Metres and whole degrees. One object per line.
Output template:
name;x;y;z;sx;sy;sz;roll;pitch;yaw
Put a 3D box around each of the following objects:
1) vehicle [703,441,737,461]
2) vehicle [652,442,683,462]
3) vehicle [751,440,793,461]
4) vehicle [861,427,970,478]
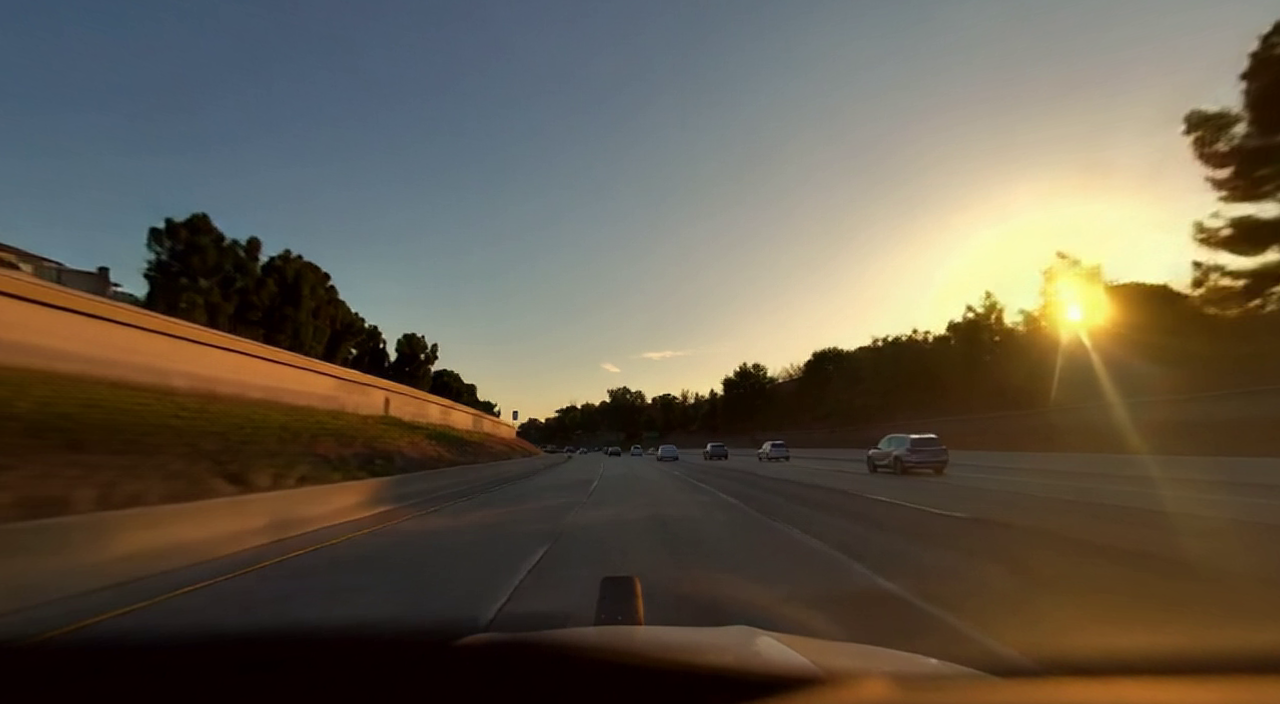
vehicle;6.225;7.798;49.468;1.904;1.488;4.299;0;-9;-4
vehicle;2.076;7.736;48.739;1.934;1.491;3.982;0;-9;-3
vehicle;10.079;7.542;48.312;1.987;1.546;4.271;0;-9;-4
vehicle;10.532;3.881;24.493;2.077;1.763;4.472;0;-9;-2
